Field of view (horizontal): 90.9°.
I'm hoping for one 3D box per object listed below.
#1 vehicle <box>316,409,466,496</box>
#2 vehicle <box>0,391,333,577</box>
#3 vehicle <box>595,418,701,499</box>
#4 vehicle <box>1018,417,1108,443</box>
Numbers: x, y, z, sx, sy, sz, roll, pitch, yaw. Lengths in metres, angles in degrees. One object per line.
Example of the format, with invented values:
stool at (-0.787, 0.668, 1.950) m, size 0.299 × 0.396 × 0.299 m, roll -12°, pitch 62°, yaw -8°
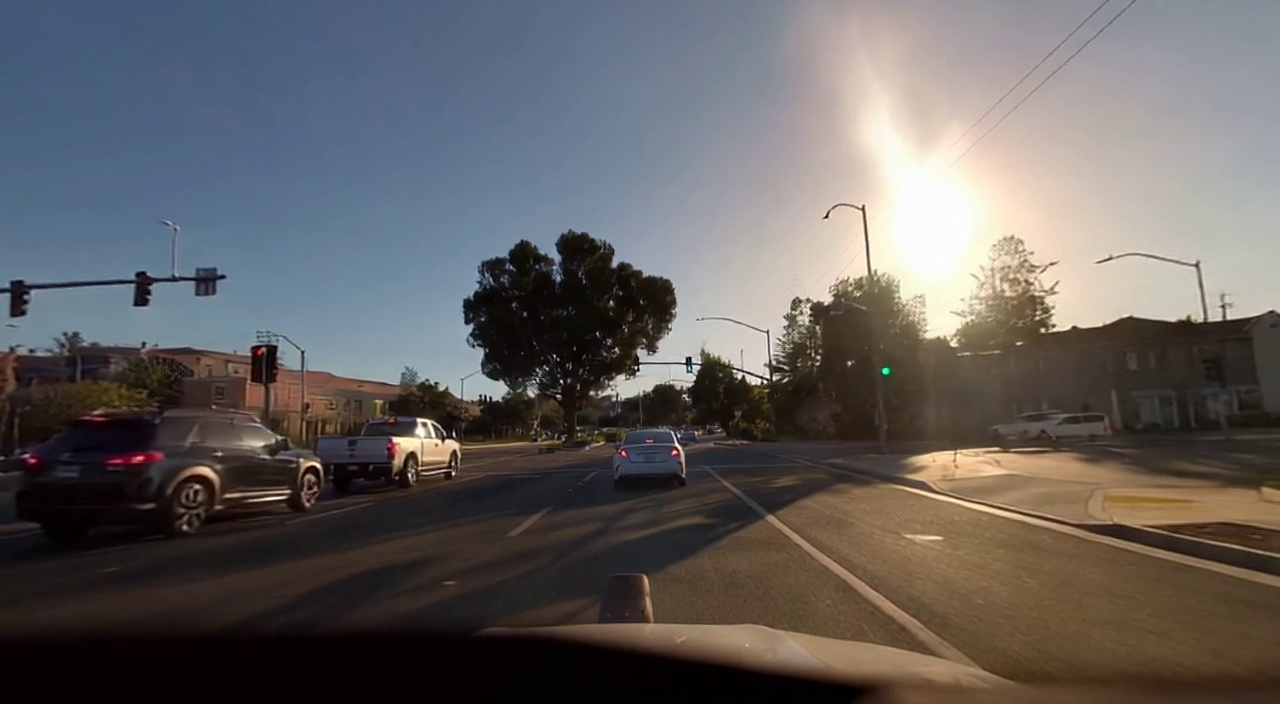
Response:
vehicle at (-6.624, 2.759, 17.608) m, size 2.316 × 2.014 × 5.215 m, roll 0°, pitch -8°, yaw -3°
vehicle at (-6.744, 1.691, 8.907) m, size 2.111 × 1.864 × 4.932 m, roll 0°, pitch -8°, yaw 3°
vehicle at (0.221, 2.495, 15.049) m, size 2.197 × 1.682 × 3.642 m, roll 0°, pitch -8°, yaw 2°
vehicle at (25.812, 4.789, 38.606) m, size 1.514 × 1.408 × 4.232 m, roll -1°, pitch -6°, yaw -28°
